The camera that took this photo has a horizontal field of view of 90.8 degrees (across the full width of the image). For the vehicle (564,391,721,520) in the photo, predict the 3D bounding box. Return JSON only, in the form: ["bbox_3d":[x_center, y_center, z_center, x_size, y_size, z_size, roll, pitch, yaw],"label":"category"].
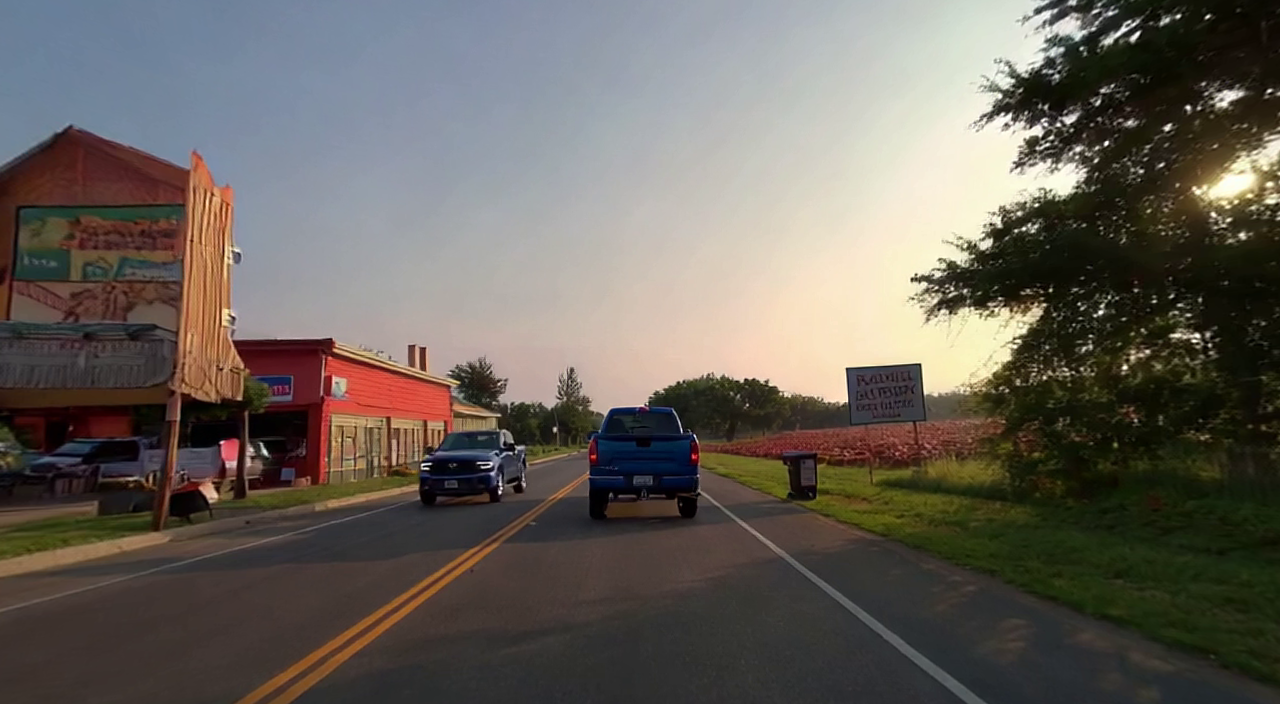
[{"bbox_3d":[-0.040,2.218,13.926,2.693,2.223,5.885,0,-8,-2],"label":"vehicle"}]

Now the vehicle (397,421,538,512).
[{"bbox_3d":[-4.021,2.756,15.675,2.180,1.801,4.679,-2,-8,0],"label":"vehicle"}]
